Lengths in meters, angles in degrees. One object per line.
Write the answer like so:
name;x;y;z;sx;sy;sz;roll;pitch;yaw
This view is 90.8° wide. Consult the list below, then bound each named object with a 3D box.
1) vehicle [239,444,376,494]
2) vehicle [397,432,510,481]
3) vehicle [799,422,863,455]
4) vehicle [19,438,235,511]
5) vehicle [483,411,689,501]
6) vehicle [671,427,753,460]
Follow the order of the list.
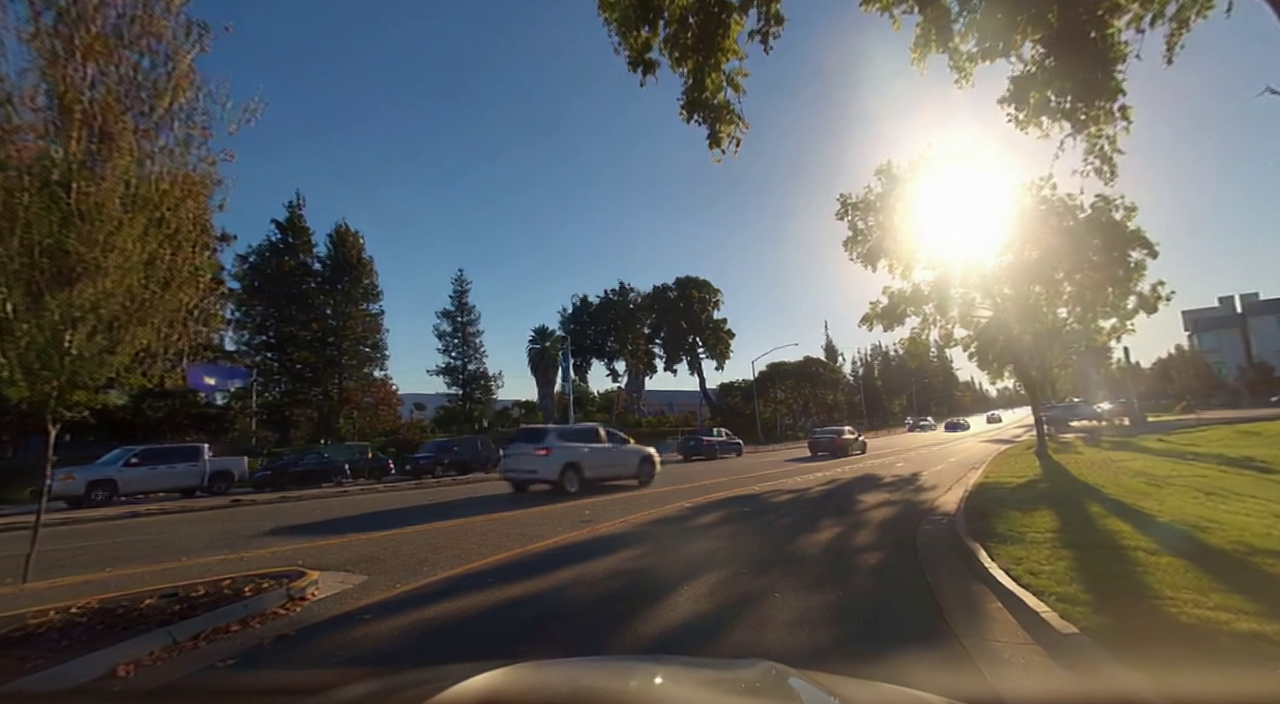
vehicle;-13.055;4.553;25.061;1.904;1.719;4.326;-6;-10;36
vehicle;-9.065;5.030;31.046;2.134;1.924;4.911;-6;-6;40
vehicle;12.025;5.401;39.516;1.954;1.639;5.229;-8;-8;38
vehicle;-16.299;3.825;20.376;2.294;2.000;4.788;-7;-10;31
vehicle;-1.290;2.560;16.277;2.517;1.936;4.748;-9;-10;44
vehicle;4.005;5.011;34.473;2.183;1.651;4.928;-7;-11;37
